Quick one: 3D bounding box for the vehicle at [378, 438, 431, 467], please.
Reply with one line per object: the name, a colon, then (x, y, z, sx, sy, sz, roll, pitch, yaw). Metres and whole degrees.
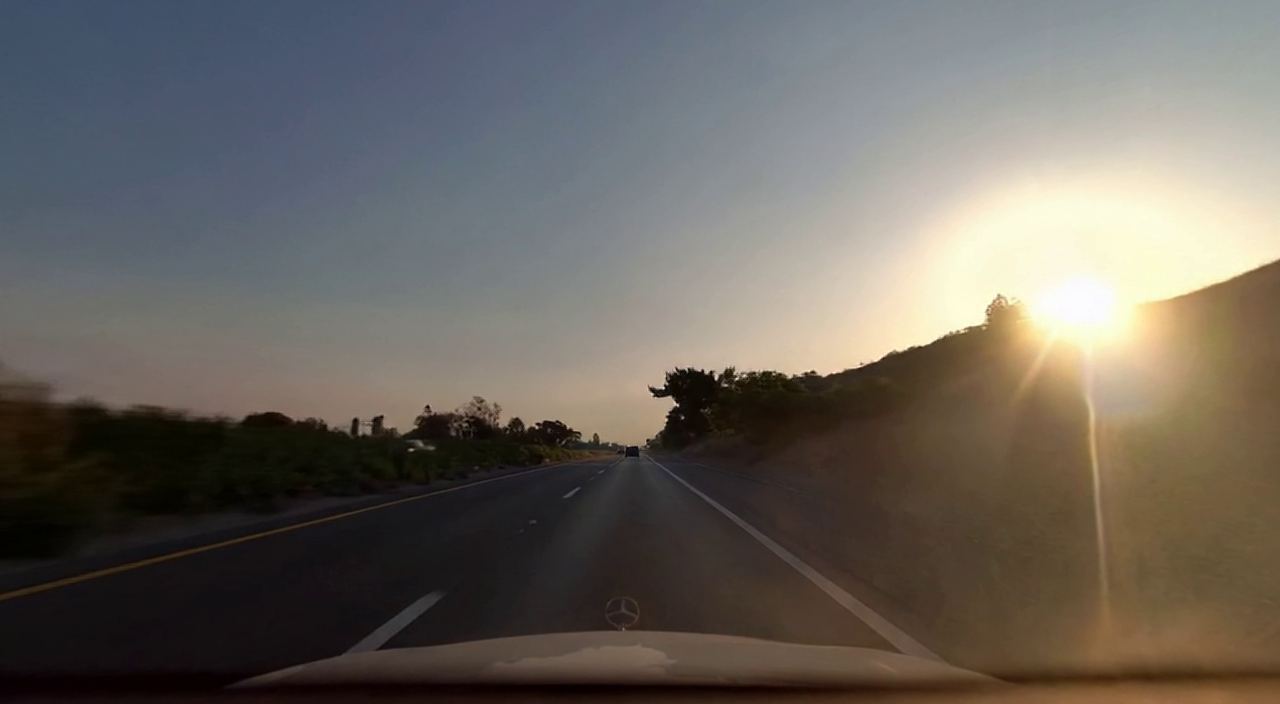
vehicle: (-17.286, 7.409, 46.621, 2.067, 1.980, 4.741, 0, -9, 0)
